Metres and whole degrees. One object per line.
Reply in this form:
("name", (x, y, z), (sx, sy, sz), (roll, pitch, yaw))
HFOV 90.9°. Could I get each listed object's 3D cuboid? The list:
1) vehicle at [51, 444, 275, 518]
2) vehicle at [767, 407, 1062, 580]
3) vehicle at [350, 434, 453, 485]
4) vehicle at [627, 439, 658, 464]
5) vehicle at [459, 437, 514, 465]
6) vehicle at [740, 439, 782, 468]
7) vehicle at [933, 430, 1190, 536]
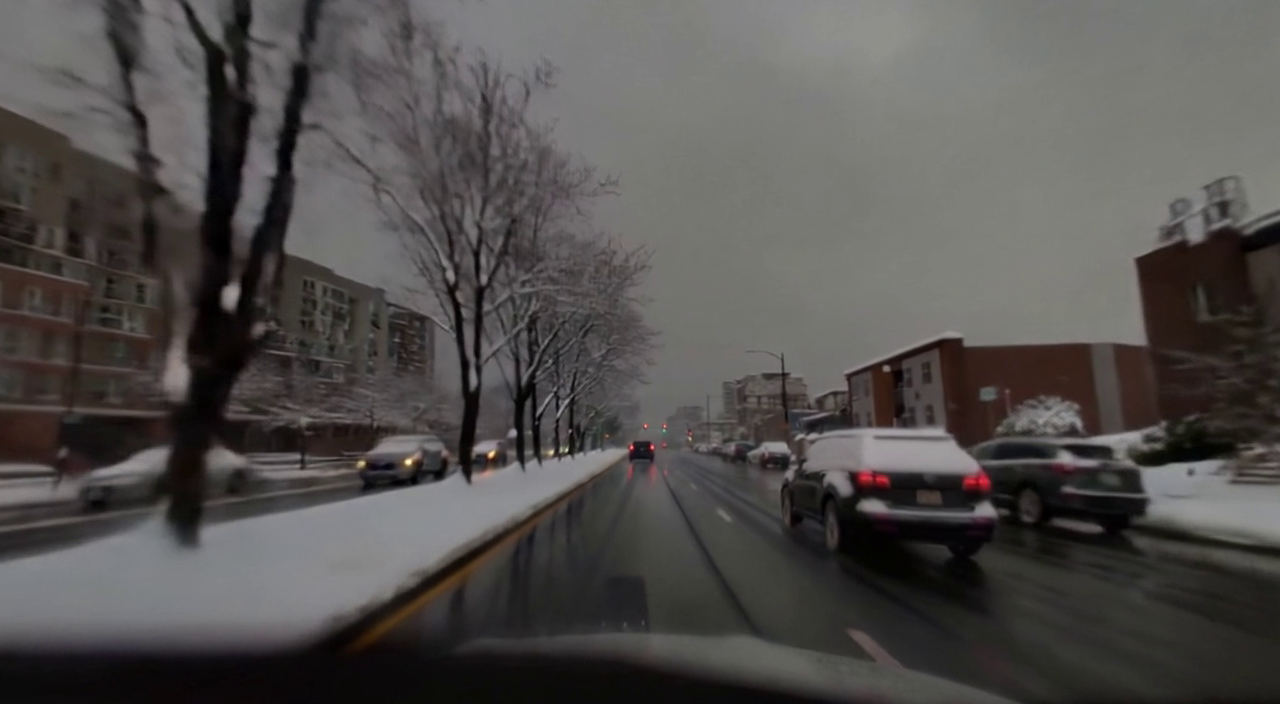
("vehicle", (-11.446, 3.064, 15.656), (2.053, 1.545, 4.417), (0, -8, 1))
("vehicle", (3.277, 1.781, 8.795), (2.071, 1.747, 4.549), (0, -8, 0))
("vehicle", (-8.517, 3.868, 23.010), (2.042, 1.654, 4.504), (0, -8, 0))
("vehicle", (0.221, 7.563, 47.937), (2.244, 1.813, 4.129), (0, -8, 1))
("vehicle", (-10.934, 7.111, 45.403), (2.502, 1.881, 5.953), (0, -8, 0))
("vehicle", (7.802, 6.568, 40.950), (1.895, 1.799, 4.265), (0, -8, 0))
("vehicle", (7.716, 2.398, 12.227), (1.869, 1.658, 4.405), (0, -8, 0))
